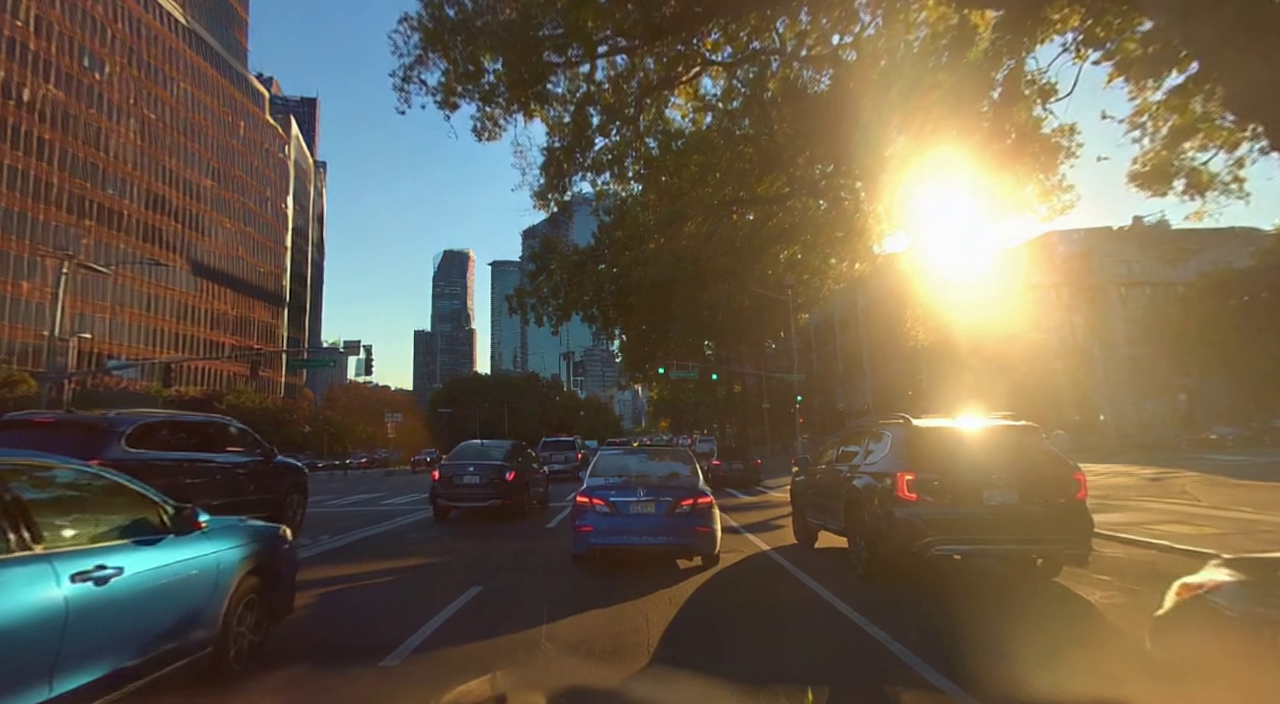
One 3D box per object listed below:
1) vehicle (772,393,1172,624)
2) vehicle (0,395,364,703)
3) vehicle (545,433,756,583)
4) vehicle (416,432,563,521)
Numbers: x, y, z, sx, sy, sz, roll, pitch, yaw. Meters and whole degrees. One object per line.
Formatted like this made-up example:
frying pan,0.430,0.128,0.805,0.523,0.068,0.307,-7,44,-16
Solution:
vehicle,3.063,1.552,7.171,2.108,1.785,4.334,0,-9,-1
vehicle,-3.326,0.981,2.629,2.144,1.505,4.635,-1,-9,2
vehicle,0.088,1.901,8.480,2.147,1.507,3.953,0,-9,-1
vehicle,-3.233,2.792,14.711,2.168,1.719,4.561,-1,-9,2
